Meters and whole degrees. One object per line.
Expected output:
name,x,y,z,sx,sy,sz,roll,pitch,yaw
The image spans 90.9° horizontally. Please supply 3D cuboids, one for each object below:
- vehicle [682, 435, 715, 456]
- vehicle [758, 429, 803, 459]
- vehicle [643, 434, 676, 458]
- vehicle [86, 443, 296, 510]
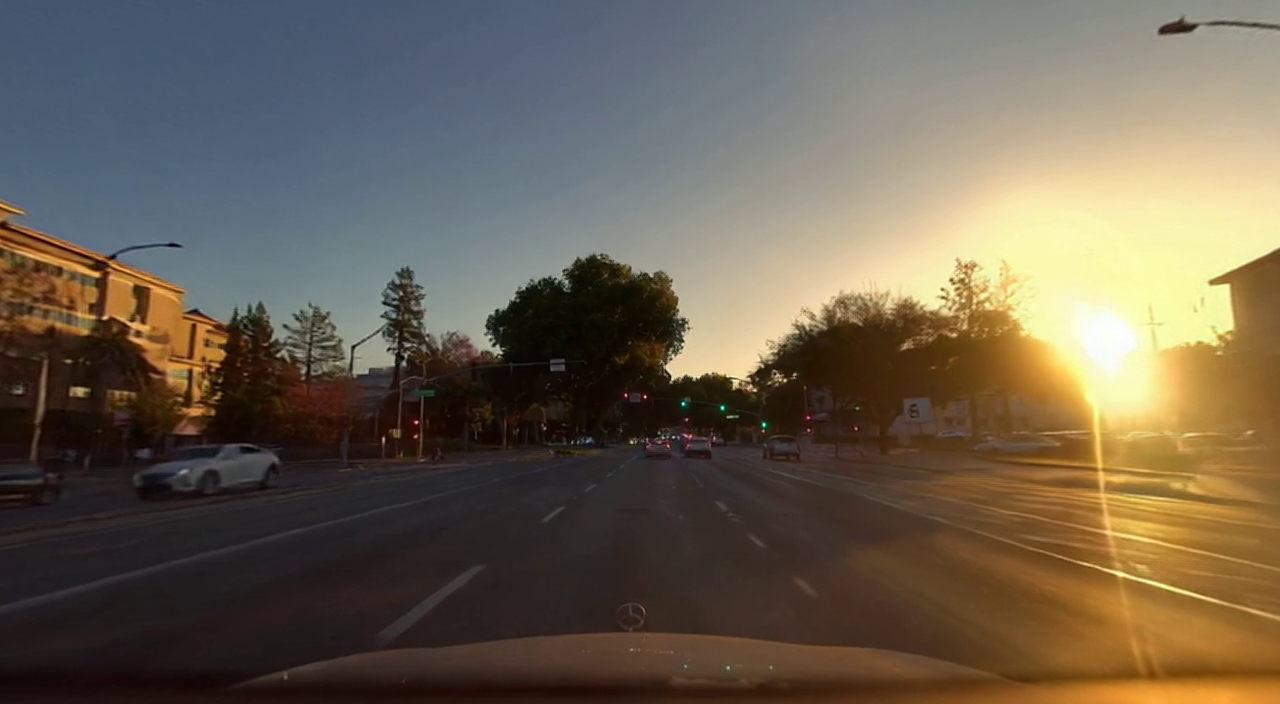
vehicle,4.204,6.785,45.675,1.994,1.436,4.169,0,-8,0
vehicle,9.545,6.289,43.183,2.132,1.892,4.851,-1,-8,3
vehicle,1.328,6.375,42.822,2.099,1.516,4.681,0,-8,2
vehicle,-11.229,3.115,16.324,1.943,1.463,4.707,0,-8,1
